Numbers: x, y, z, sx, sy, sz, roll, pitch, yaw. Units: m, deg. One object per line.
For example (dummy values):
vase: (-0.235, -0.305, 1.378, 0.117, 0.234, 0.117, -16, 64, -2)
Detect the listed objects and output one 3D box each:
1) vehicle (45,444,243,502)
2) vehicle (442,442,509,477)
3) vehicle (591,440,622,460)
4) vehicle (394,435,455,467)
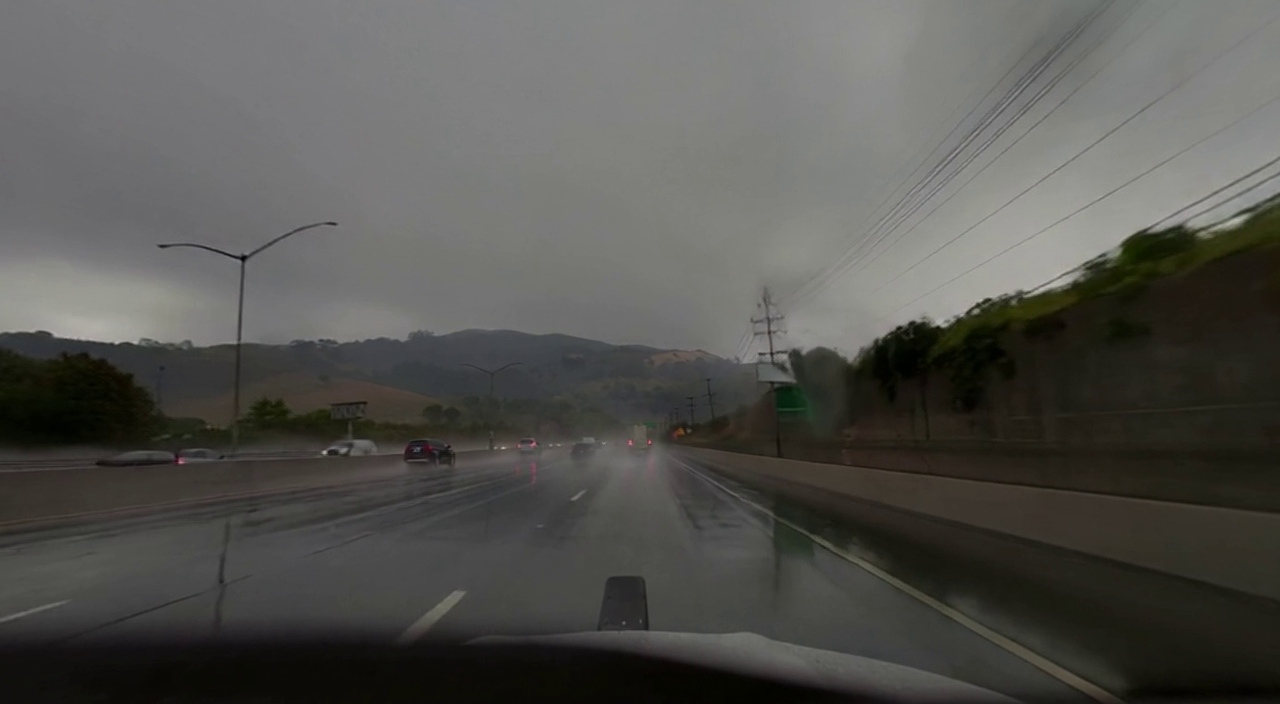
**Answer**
vehicle: (-14.379, 3.508, 18.774, 1.885, 1.474, 4.849, 0, -9, 1)
vehicle: (-7.467, 4.892, 29.010, 1.899, 1.472, 4.202, 0, -9, 1)
vehicle: (-2.518, 7.526, 48.311, 2.064, 1.446, 4.409, 0, -9, 1)
vehicle: (-14.235, 6.571, 41.927, 2.172, 1.946, 5.017, 0, -9, 1)
